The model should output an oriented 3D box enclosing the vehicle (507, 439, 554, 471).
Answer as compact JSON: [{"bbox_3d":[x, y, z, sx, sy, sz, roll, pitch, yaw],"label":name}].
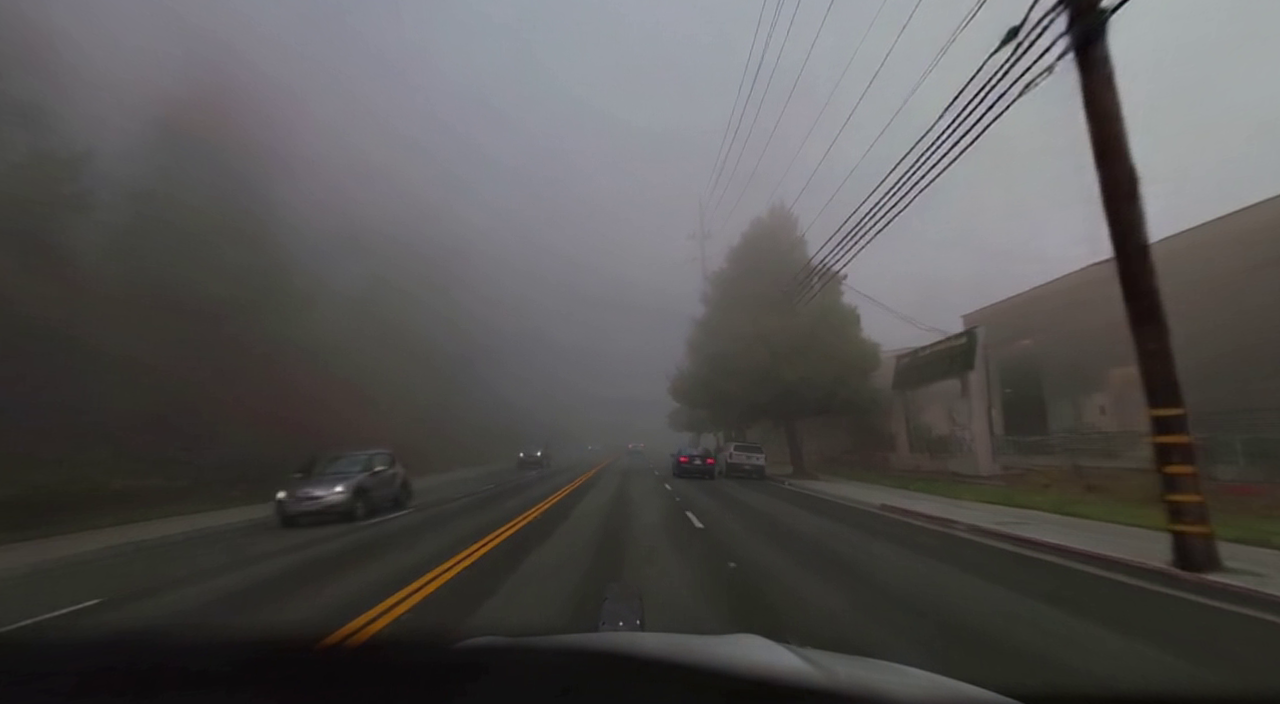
[{"bbox_3d":[-6.466,6.116,37.759,2.037,1.777,4.407,0,-8,0],"label":"vehicle"}]

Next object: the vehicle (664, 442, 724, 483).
[{"bbox_3d":[2.035,4.305,24.892,1.975,1.497,3.647,0,-8,-1],"label":"vehicle"}]

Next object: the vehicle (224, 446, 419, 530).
[{"bbox_3d":[-6.403,2.739,13.406,1.868,1.466,4.397,0,-8,0],"label":"vehicle"}]

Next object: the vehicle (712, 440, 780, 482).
[{"bbox_3d":[4.886,5.096,30.004,2.143,1.788,5.388,0,-8,-1],"label":"vehicle"}]
